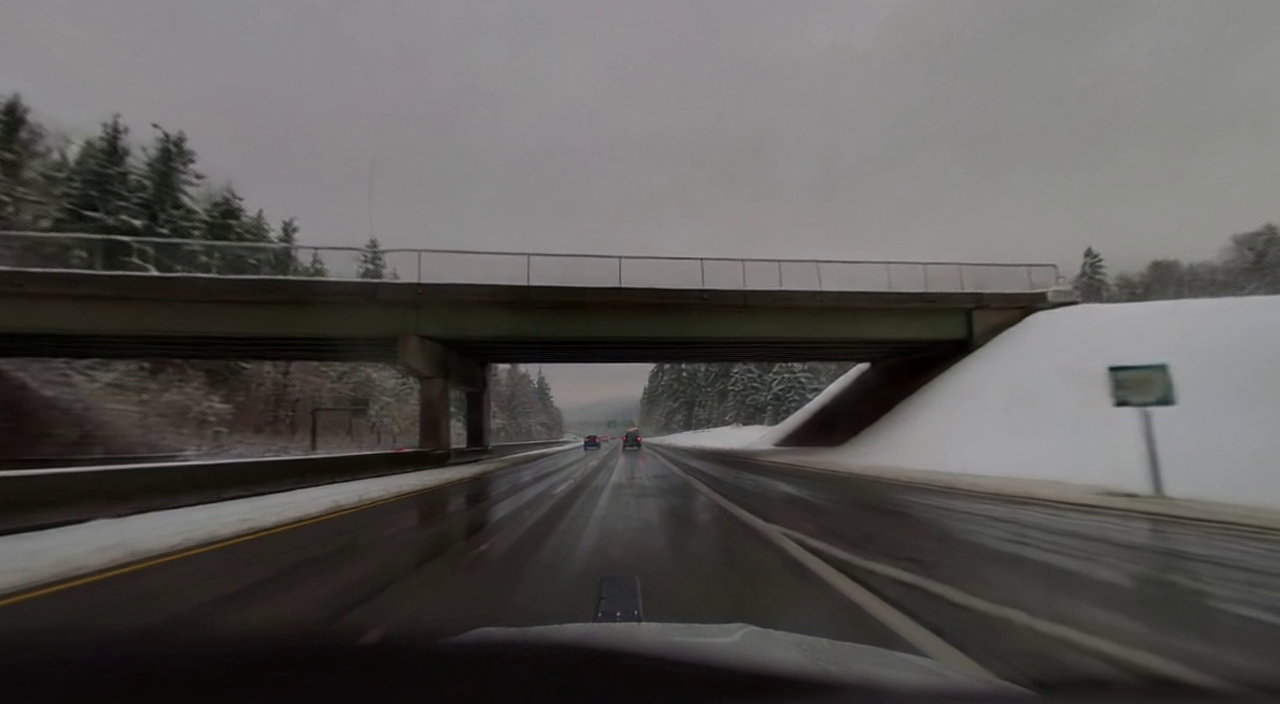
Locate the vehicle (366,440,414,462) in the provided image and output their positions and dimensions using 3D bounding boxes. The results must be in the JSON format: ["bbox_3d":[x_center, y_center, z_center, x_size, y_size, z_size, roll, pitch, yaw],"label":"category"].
[{"bbox_3d":[-17.257,6.869,43.717,1.821,1.444,3.731,0,-8,0],"label":"vehicle"}]
